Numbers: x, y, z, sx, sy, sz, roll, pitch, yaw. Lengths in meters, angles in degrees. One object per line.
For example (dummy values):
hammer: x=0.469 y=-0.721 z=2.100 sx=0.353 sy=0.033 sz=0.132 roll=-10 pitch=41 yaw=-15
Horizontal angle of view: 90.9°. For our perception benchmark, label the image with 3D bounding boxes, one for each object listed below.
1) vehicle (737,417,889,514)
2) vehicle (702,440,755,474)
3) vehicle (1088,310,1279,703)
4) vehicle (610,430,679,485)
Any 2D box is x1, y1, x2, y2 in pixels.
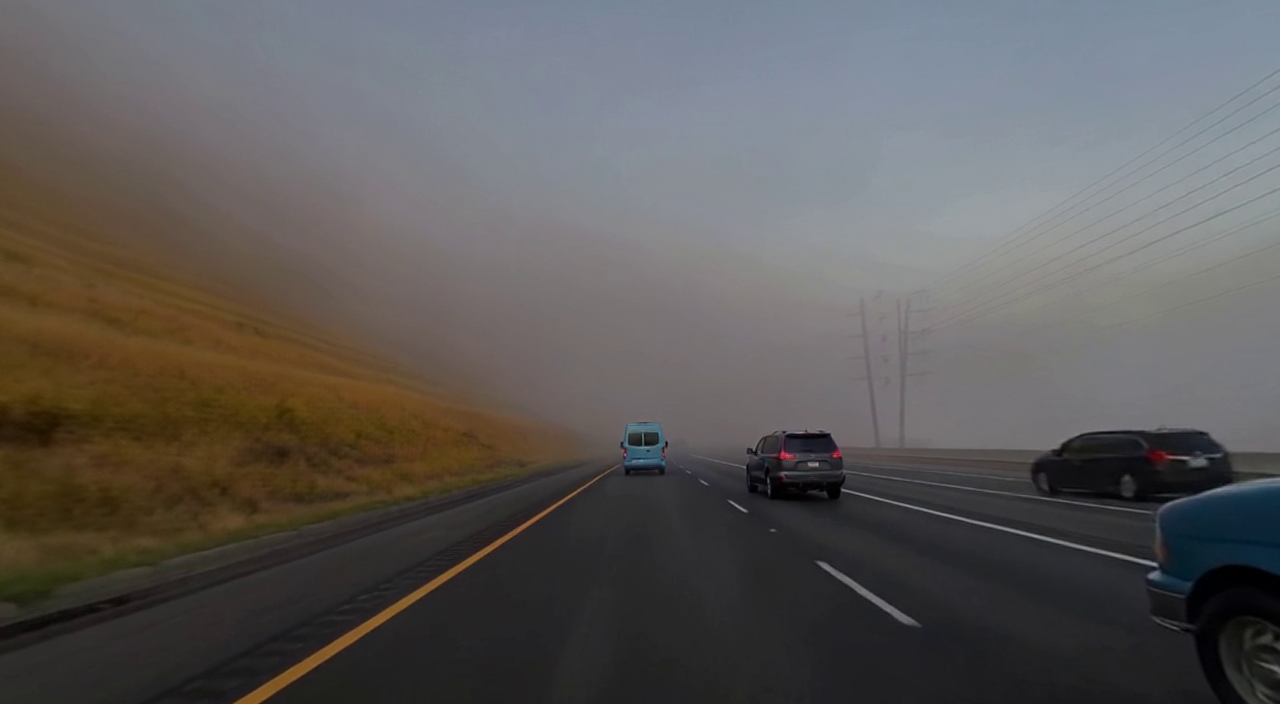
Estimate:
vehicle: x=3.617 y=2.474 z=14.233 sx=2.139 sy=1.821 sz=4.480 roll=0 pitch=-8 yaw=0
vehicle: x=4.098 y=4.929 z=29.899 sx=1.938 sy=1.466 sz=4.356 roll=0 pitch=-8 yaw=0
vehicle: x=3.970 y=0.510 z=0.680 sx=2.691 sy=1.901 sz=5.744 roll=0 pitch=-8 yaw=-1
vehicle: x=0.191 y=3.813 z=23.096 sx=2.268 sy=1.772 sz=4.523 roll=0 pitch=-8 yaw=1
